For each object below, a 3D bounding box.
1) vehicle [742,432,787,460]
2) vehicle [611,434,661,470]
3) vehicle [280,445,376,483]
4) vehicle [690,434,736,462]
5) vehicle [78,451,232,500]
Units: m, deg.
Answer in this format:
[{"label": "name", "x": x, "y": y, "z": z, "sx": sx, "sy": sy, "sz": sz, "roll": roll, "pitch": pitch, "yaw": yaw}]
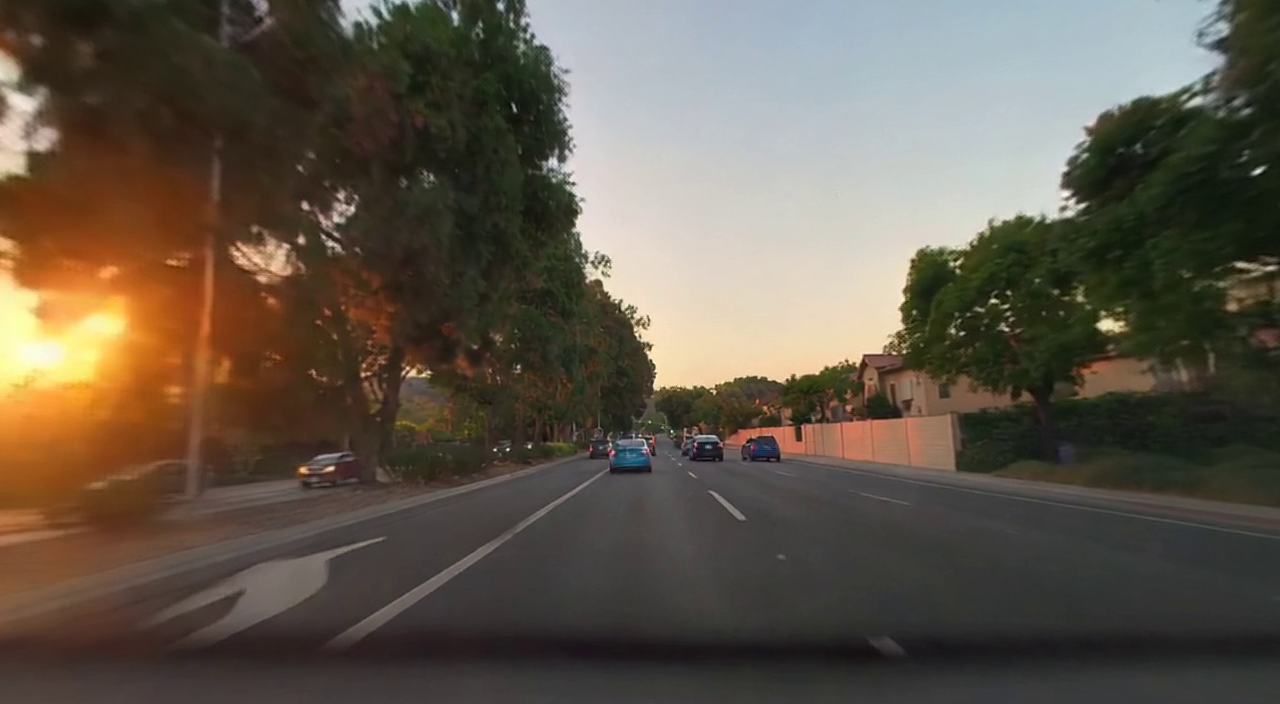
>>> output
[{"label": "vehicle", "x": 7.916, "y": 6.015, "z": 40.387, "sx": 1.972, "sy": 1.700, "sz": 4.269, "roll": 0, "pitch": -8, "yaw": 0}, {"label": "vehicle", "x": -0.147, "y": 4.519, "z": 28.677, "sx": 2.102, "sy": 1.481, "sz": 3.907, "roll": 0, "pitch": -8, "yaw": 1}, {"label": "vehicle", "x": -13.533, "y": 4.865, "z": 27.669, "sx": 1.834, "sy": 1.459, "sz": 4.406, "roll": -1, "pitch": -8, "yaw": 2}, {"label": "vehicle", "x": 4.112, "y": 5.486, "z": 36.119, "sx": 2.067, "sy": 1.514, "sz": 4.188, "roll": 0, "pitch": -8, "yaw": 0}, {"label": "vehicle", "x": -17.184, "y": 4.365, "z": 22.690, "sx": 1.923, "sy": 1.469, "sz": 4.537, "roll": 0, "pitch": -8, "yaw": 1}]
